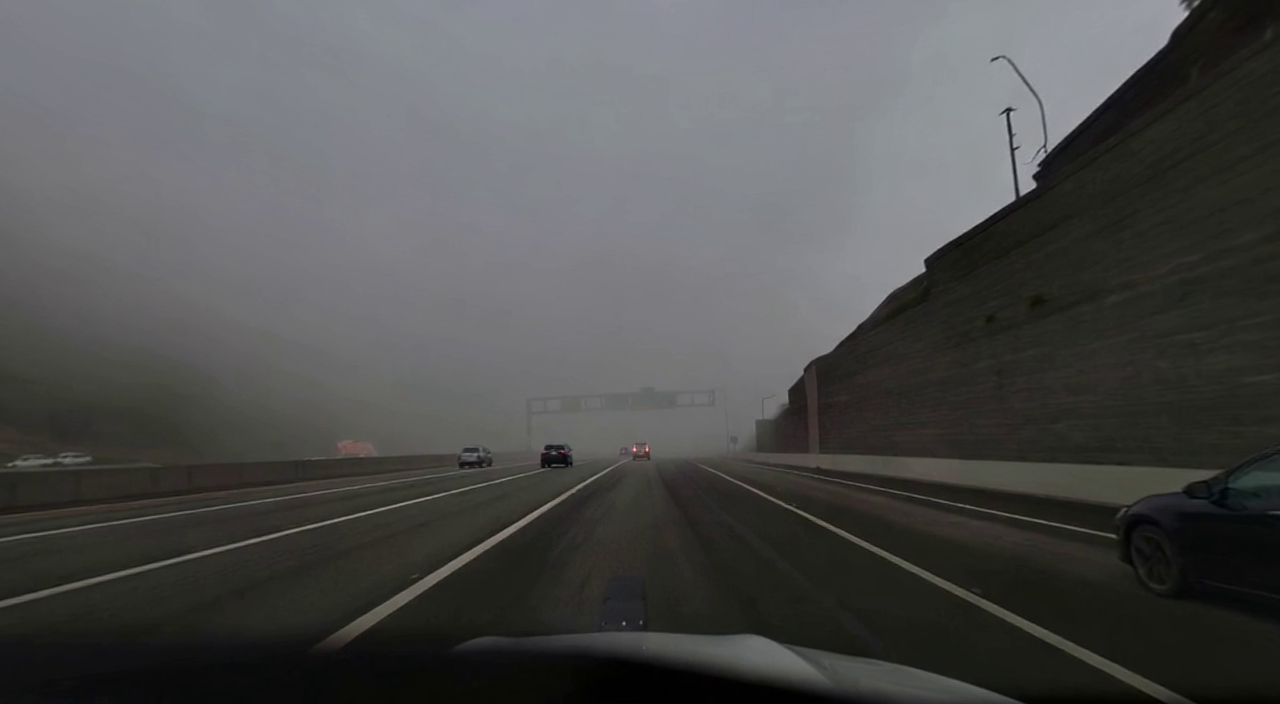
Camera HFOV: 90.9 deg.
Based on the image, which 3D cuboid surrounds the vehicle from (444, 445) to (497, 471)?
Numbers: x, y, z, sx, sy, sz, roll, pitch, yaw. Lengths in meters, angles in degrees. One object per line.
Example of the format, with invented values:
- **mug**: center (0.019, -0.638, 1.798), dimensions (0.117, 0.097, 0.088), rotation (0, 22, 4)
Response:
- **vehicle**: center (-10.828, 6.773, 40.564), dimensions (2.015, 1.506, 4.386), rotation (-1, -8, 2)

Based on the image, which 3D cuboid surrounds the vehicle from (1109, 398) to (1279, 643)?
- **vehicle**: center (5.358, 1.028, 3.517), dimensions (2.122, 1.646, 4.491), rotation (-1, -8, 2)

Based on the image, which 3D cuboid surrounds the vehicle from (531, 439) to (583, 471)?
- **vehicle**: center (-5.079, 6.395, 39.423), dimensions (2.172, 1.824, 5.031), rotation (-1, -8, 5)
